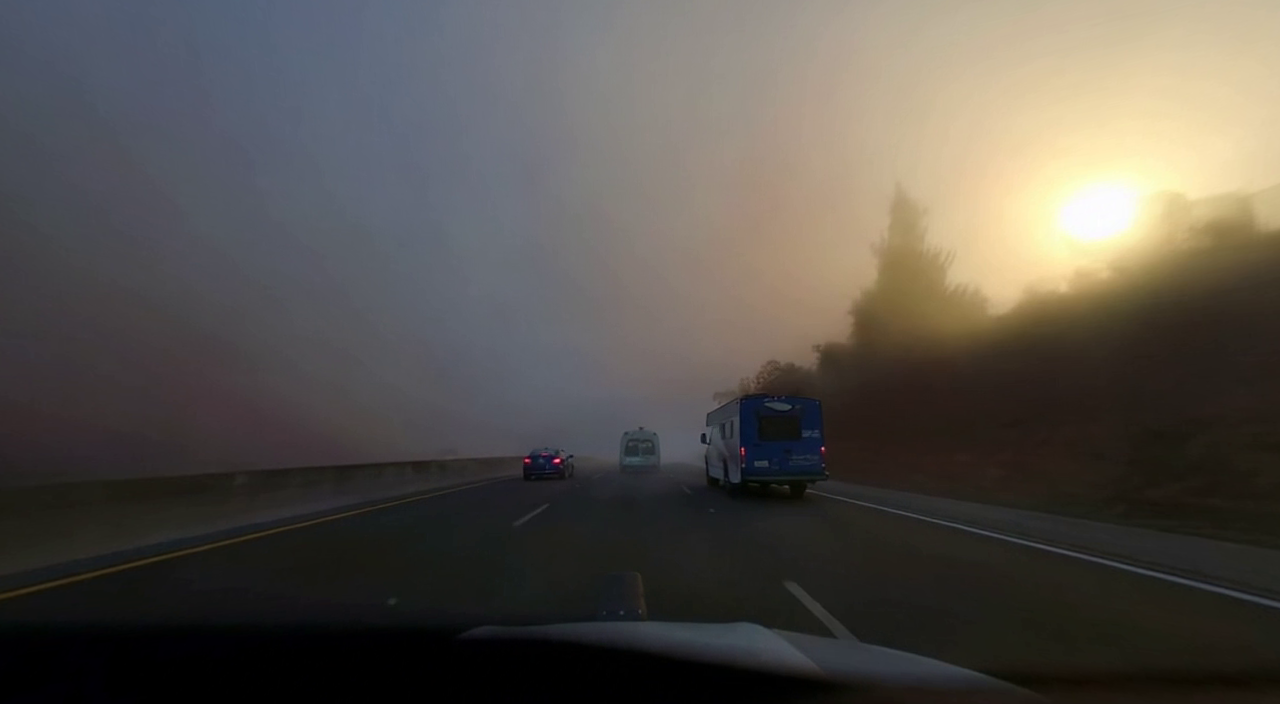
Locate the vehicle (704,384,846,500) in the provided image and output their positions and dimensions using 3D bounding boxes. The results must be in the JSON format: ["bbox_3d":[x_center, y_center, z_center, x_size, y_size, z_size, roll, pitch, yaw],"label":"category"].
[{"bbox_3d":[3.773,2.810,19.591,2.607,2.910,7.252,0,-9,-2],"label":"vehicle"}]

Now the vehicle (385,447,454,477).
[{"bbox_3d":[-11.779,5.895,34.091,1.928,1.524,4.685,0,-9,1],"label":"vehicle"}]

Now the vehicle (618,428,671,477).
[{"bbox_3d":[0.183,5.174,32.634,2.524,2.310,4.986,0,-9,0],"label":"vehicle"}]

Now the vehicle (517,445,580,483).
[{"bbox_3d":[-3.850,4.791,27.331,1.959,1.502,4.559,0,-9,1],"label":"vehicle"}]
